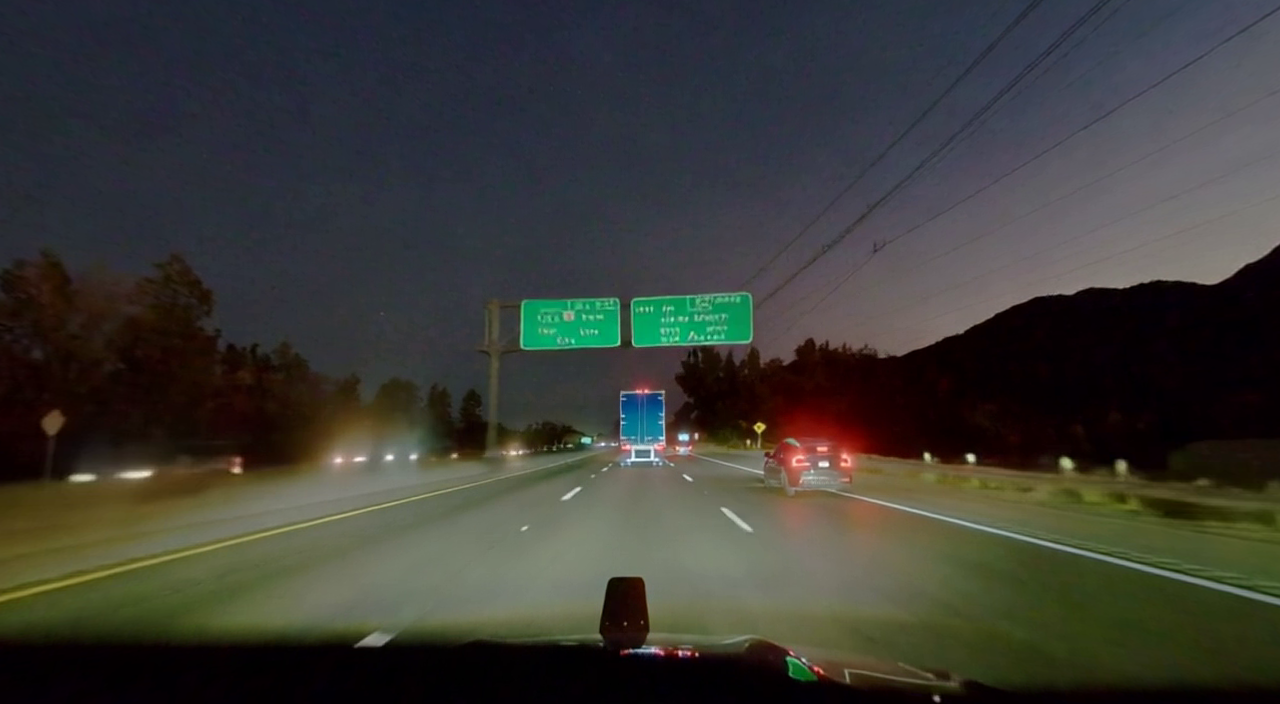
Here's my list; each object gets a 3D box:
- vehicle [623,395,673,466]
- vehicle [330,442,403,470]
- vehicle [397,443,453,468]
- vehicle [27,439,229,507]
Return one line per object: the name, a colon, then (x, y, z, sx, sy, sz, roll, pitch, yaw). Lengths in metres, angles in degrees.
vehicle: (0.369, 5.418, 42.642, 2.919, 4.101, 11.541, 0, -8, -1)
vehicle: (-20.000, 7.619, 46.413, 3.060, 1.932, 5.089, -1, -8, 0)
vehicle: (-15.885, 7.644, 46.948, 2.048, 1.702, 6.079, 0, -8, 1)
vehicle: (-15.967, 3.751, 20.165, 2.107, 1.872, 5.115, 0, -8, 0)
